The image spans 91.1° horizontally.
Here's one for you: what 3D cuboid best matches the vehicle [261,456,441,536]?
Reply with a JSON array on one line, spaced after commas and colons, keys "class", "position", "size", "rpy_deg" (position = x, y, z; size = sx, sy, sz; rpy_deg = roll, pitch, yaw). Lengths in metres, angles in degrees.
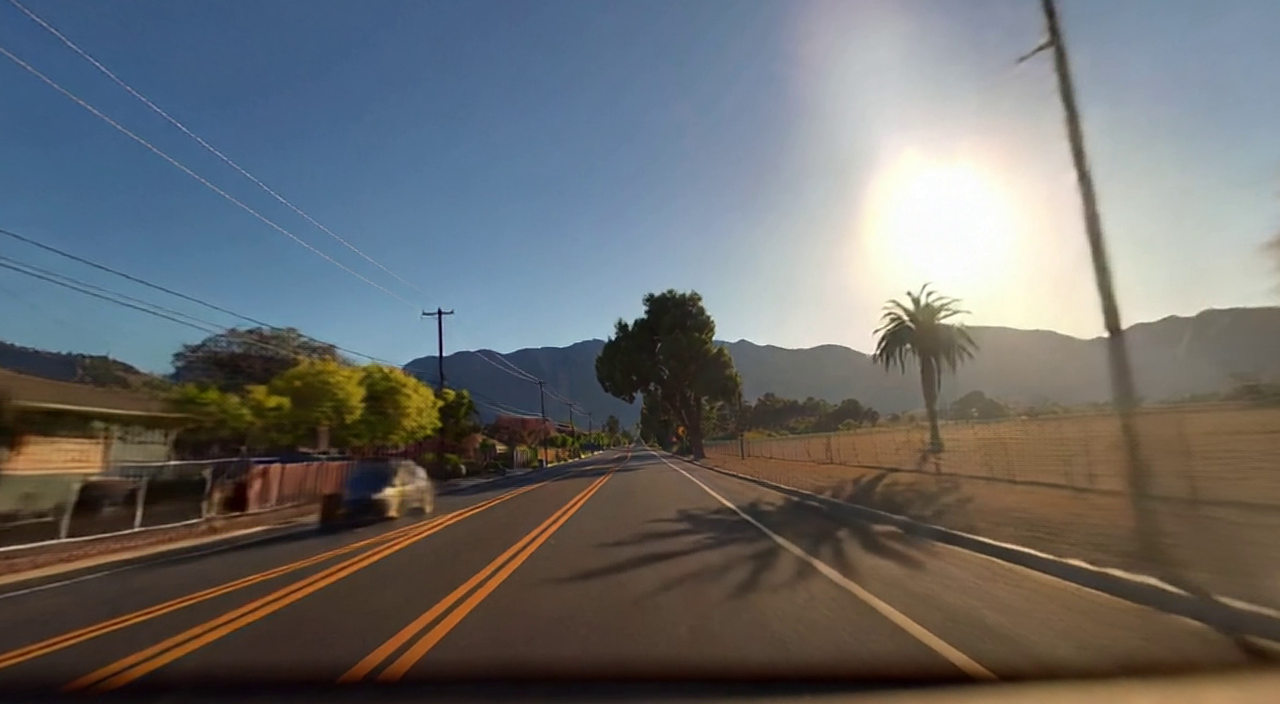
[{"class": "vehicle", "position": [-6.508, 3.252, 14.865], "size": [1.973, 1.487, 4.612], "rpy_deg": [0, -8, 1]}]
